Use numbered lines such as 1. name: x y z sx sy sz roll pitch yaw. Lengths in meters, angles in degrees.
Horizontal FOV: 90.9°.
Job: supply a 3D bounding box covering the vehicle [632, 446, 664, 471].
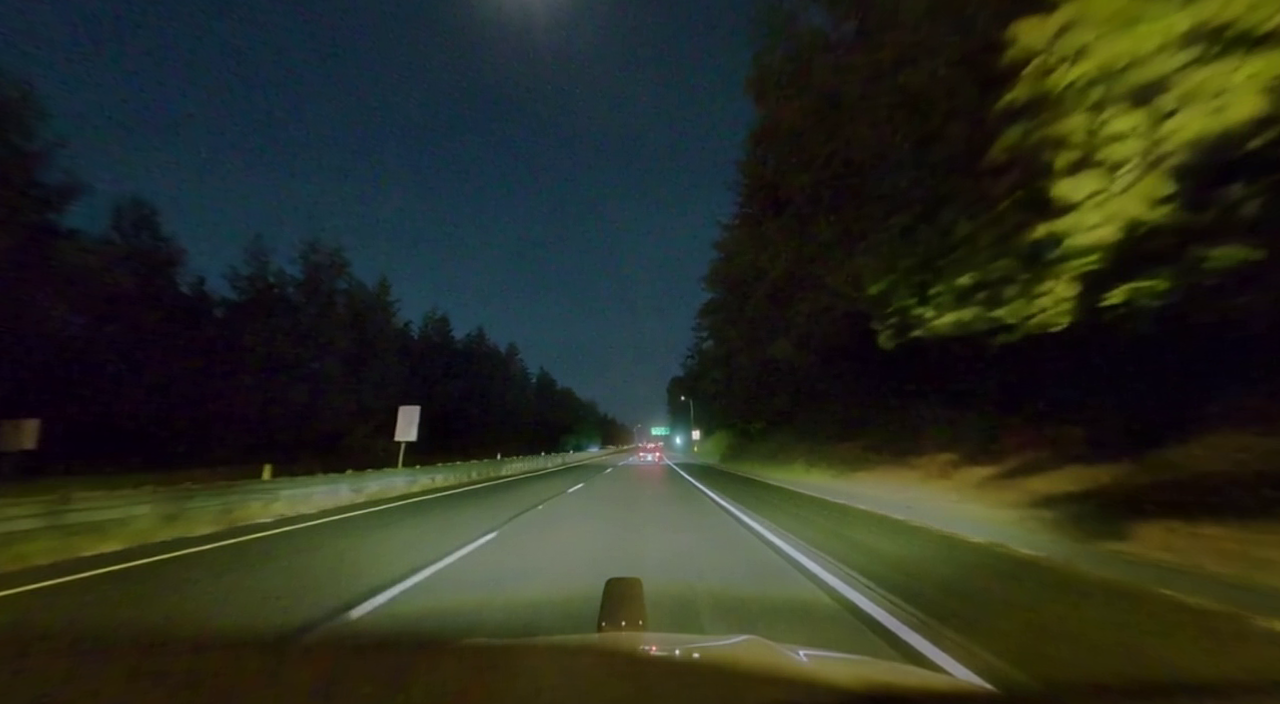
1. vehicle: 0.508 6.785 40.384 1.934 1.488 3.832 0 -9 0
